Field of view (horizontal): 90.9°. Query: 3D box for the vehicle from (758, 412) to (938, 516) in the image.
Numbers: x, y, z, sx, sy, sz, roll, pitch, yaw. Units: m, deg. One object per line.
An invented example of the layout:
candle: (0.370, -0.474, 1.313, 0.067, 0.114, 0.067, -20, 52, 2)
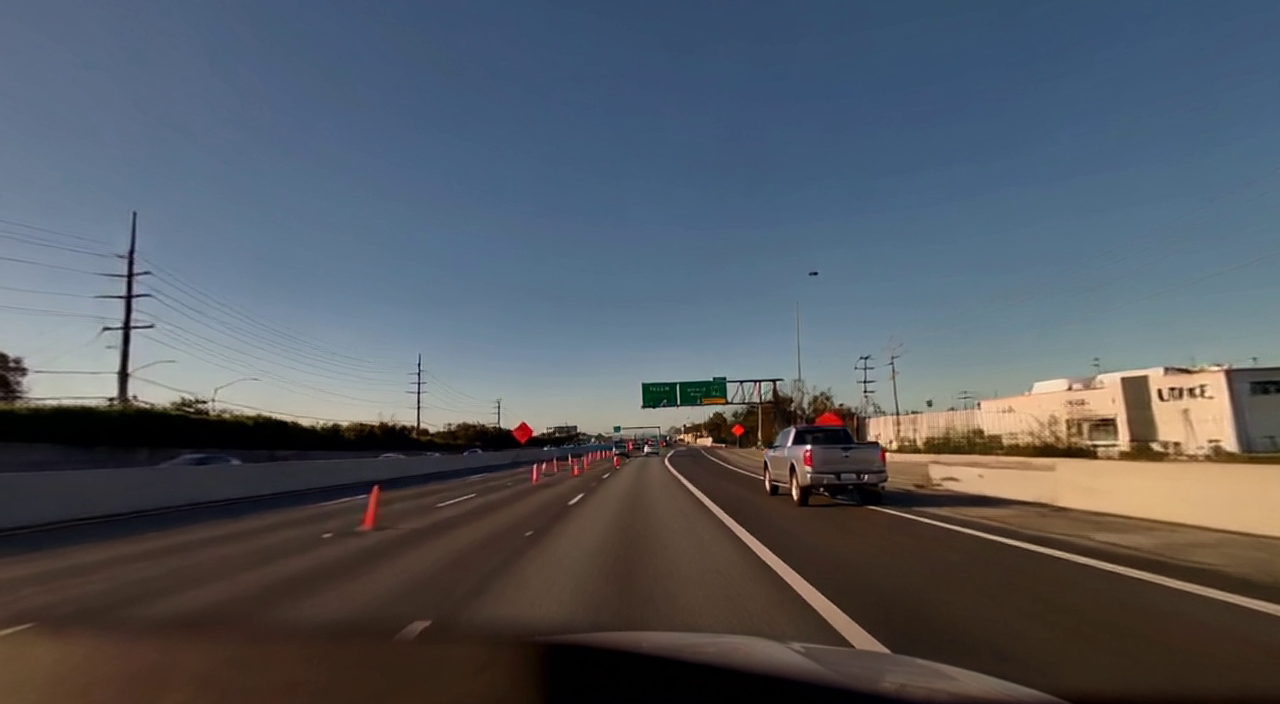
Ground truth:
vehicle: (4.233, 2.410, 14.021, 2.186, 1.840, 5.289, 0, -9, 0)

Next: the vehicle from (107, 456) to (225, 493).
vehicle: (-23.872, 6.179, 32.062, 2.018, 1.628, 4.996, -1, -9, 1)
